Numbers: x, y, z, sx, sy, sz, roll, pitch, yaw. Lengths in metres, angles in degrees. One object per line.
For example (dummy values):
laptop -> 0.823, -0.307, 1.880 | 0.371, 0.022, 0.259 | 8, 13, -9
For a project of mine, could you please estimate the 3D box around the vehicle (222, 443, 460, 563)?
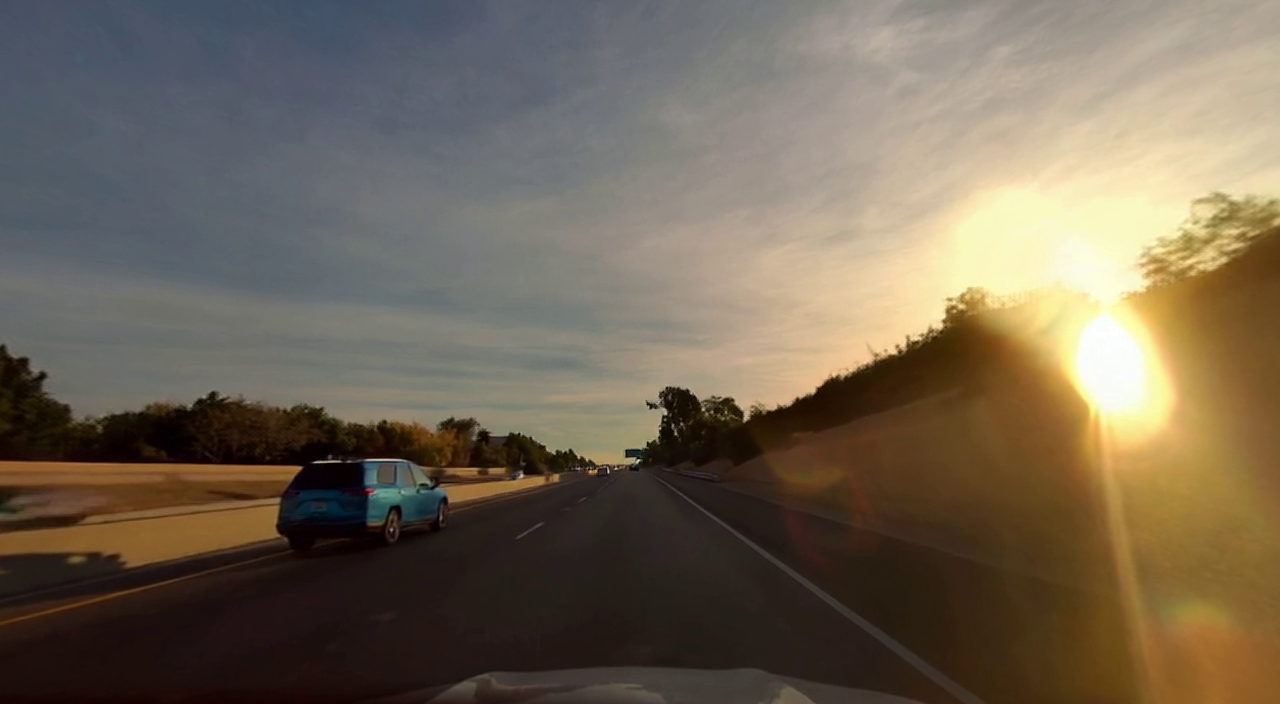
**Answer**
vehicle -> -4.506, 2.358, 10.330 | 1.914, 1.534, 4.015 | 1, -10, 0
